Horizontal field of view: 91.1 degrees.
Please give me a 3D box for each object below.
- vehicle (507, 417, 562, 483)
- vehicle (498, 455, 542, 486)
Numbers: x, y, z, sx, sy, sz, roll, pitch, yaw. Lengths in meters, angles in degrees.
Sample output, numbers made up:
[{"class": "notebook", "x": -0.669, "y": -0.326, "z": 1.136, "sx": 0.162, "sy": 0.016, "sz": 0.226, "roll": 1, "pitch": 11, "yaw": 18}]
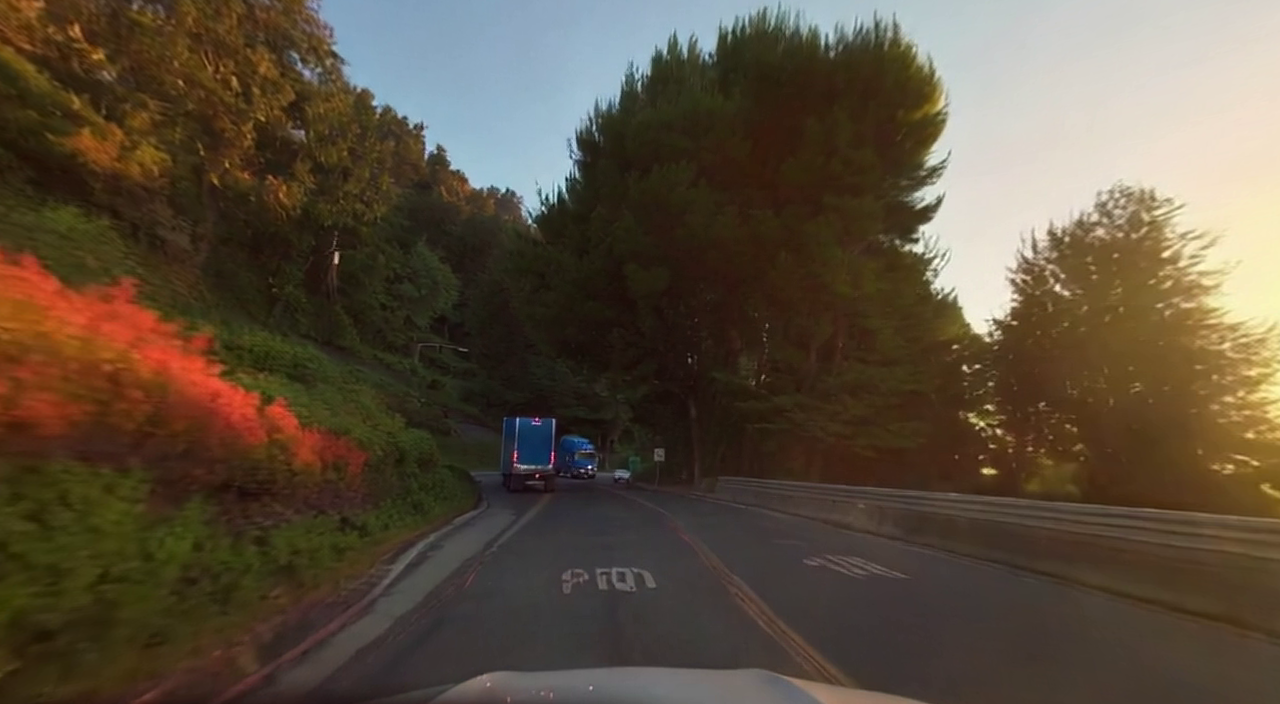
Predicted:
[{"class": "vehicle", "x": -7.078, "y": 6.852, "z": 43.231, "sx": 3.025, "sy": 4.012, "sz": 8.399, "roll": 2, "pitch": -11, "yaw": -6}, {"class": "vehicle", "x": -6.440, "y": 6.426, "z": 34.142, "sx": 2.039, "sy": 1.536, "sz": 3.648, "roll": 2, "pitch": -10, "yaw": -6}]
